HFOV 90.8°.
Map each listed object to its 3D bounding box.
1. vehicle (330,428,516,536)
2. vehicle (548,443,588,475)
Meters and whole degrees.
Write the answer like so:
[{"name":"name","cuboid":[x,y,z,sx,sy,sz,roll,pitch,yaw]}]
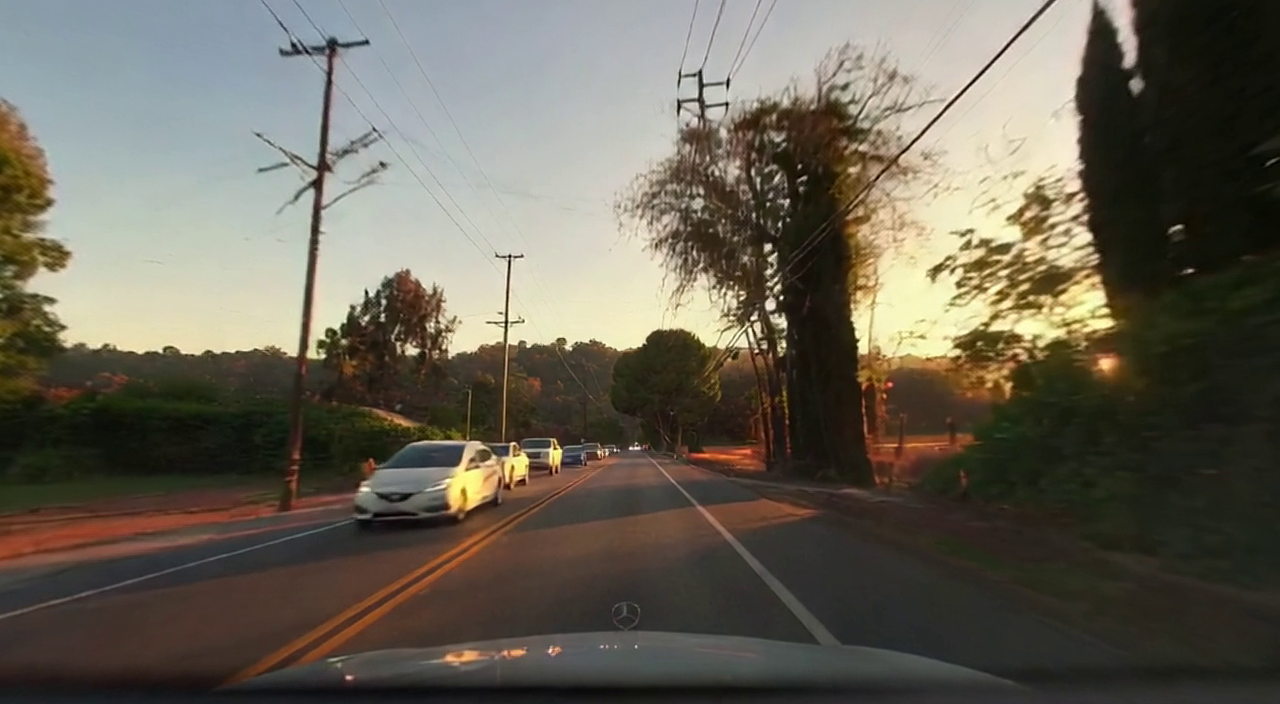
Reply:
[{"name":"vehicle","cuboid":[-4.041,2.456,12.785,2.238,1.674,4.657,-2,-8,-2]},{"name":"vehicle","cuboid":[-4.337,6.478,38.678,2.070,1.665,4.554,-3,-7,-3]}]
